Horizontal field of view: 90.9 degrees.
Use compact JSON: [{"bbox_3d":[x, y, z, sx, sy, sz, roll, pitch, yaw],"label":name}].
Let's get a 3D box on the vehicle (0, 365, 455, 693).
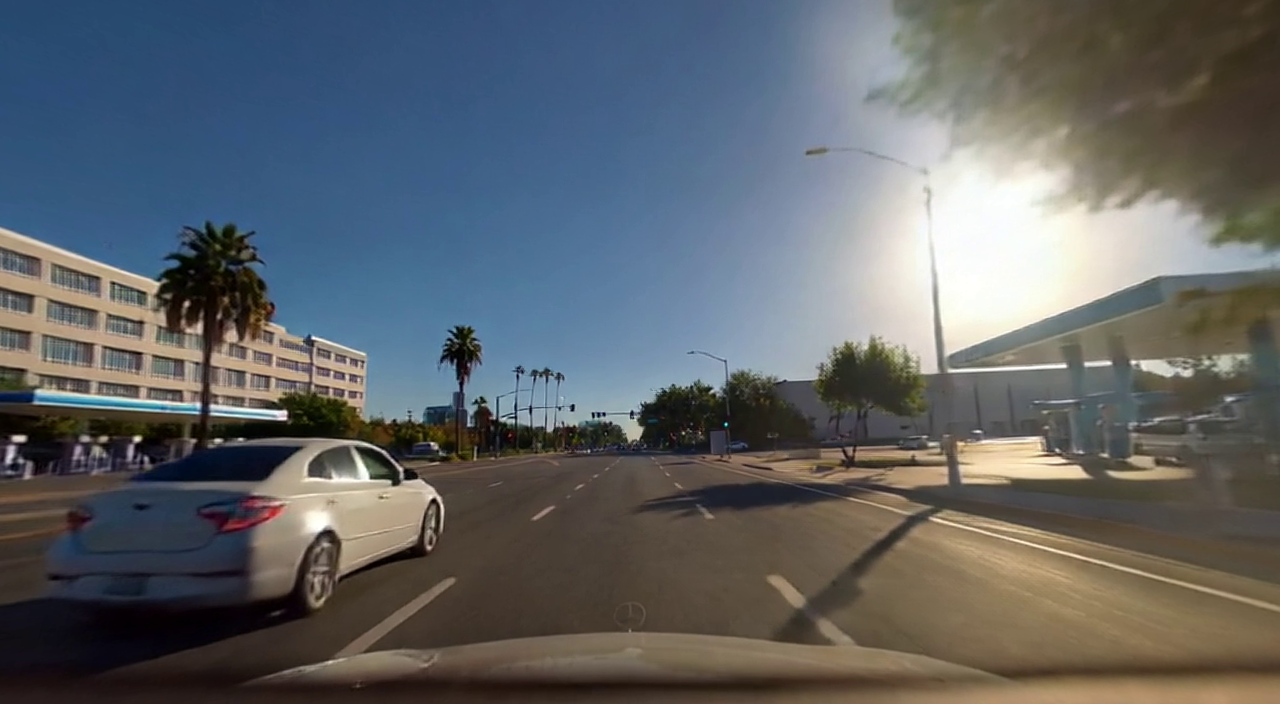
[{"bbox_3d":[-3.380,1.281,5.714,2.011,1.756,4.478,-1,-8,0],"label":"vehicle"}]
